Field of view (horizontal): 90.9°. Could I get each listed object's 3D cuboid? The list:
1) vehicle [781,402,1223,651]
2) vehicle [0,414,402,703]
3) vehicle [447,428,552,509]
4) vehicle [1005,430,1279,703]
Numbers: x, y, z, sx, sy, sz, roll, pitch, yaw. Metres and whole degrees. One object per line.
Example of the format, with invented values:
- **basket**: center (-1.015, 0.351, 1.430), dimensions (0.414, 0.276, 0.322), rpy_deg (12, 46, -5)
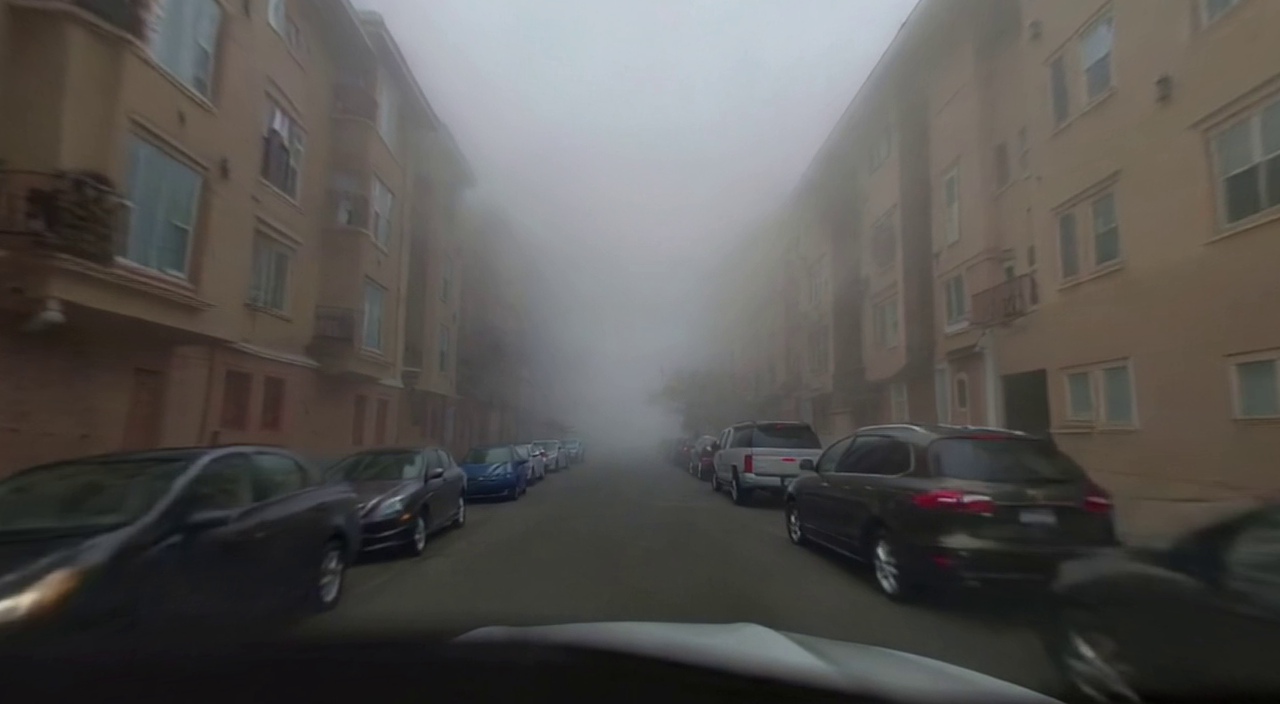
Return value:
- **vehicle**: center (3.072, 1.538, 6.789), dimensions (2.032, 1.684, 4.564), rpy_deg (2, -8, -1)
- **vehicle**: center (-3.293, 1.280, 4.298), dimensions (2.016, 1.594, 4.146), rpy_deg (-2, -6, -4)
- **vehicle**: center (-3.509, 2.904, 16.568), dimensions (1.880, 1.608, 4.729), rpy_deg (-2, -5, -3)
- **vehicle**: center (3.246, 0.994, 1.924), dimensions (1.809, 1.444, 3.882), rpy_deg (2, -8, -3)
